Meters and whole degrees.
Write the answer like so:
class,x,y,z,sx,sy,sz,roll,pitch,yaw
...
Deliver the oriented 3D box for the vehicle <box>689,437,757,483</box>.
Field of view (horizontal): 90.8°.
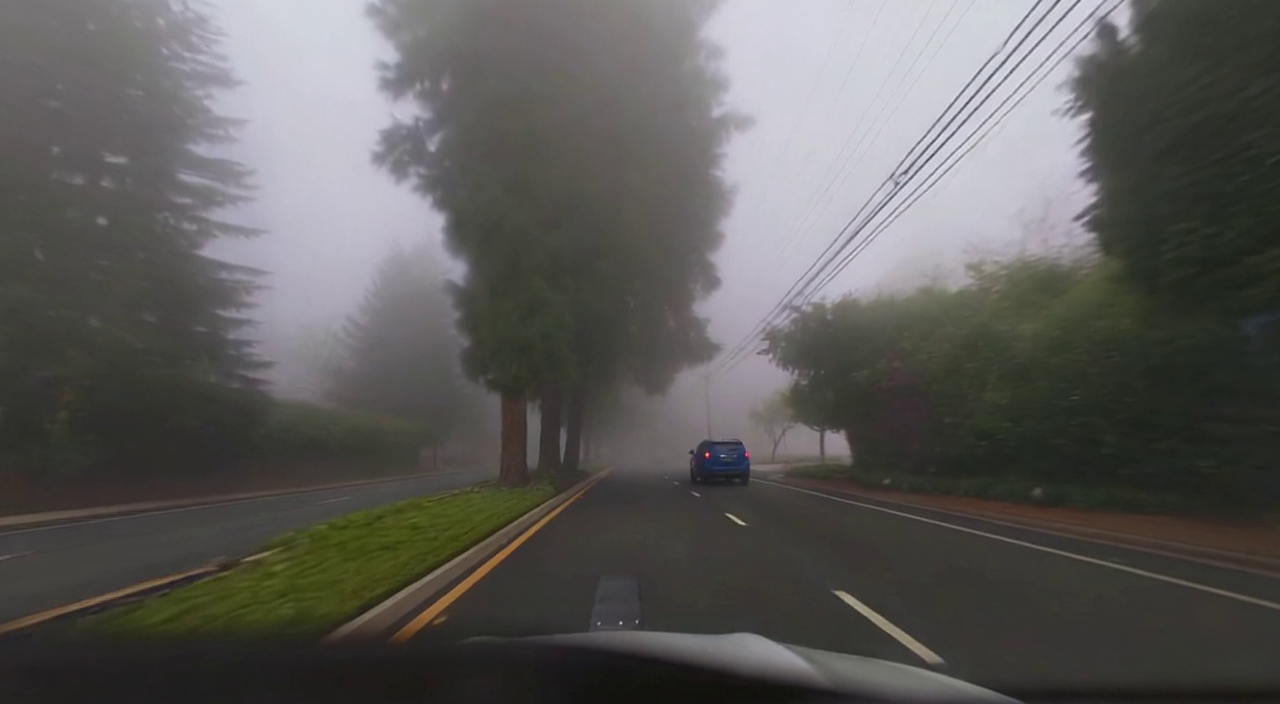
class,x,y,z,sx,sy,sz,roll,pitch,yaw
vehicle,3.479,4.663,27.596,2.193,1.777,4.772,0,-8,-2
